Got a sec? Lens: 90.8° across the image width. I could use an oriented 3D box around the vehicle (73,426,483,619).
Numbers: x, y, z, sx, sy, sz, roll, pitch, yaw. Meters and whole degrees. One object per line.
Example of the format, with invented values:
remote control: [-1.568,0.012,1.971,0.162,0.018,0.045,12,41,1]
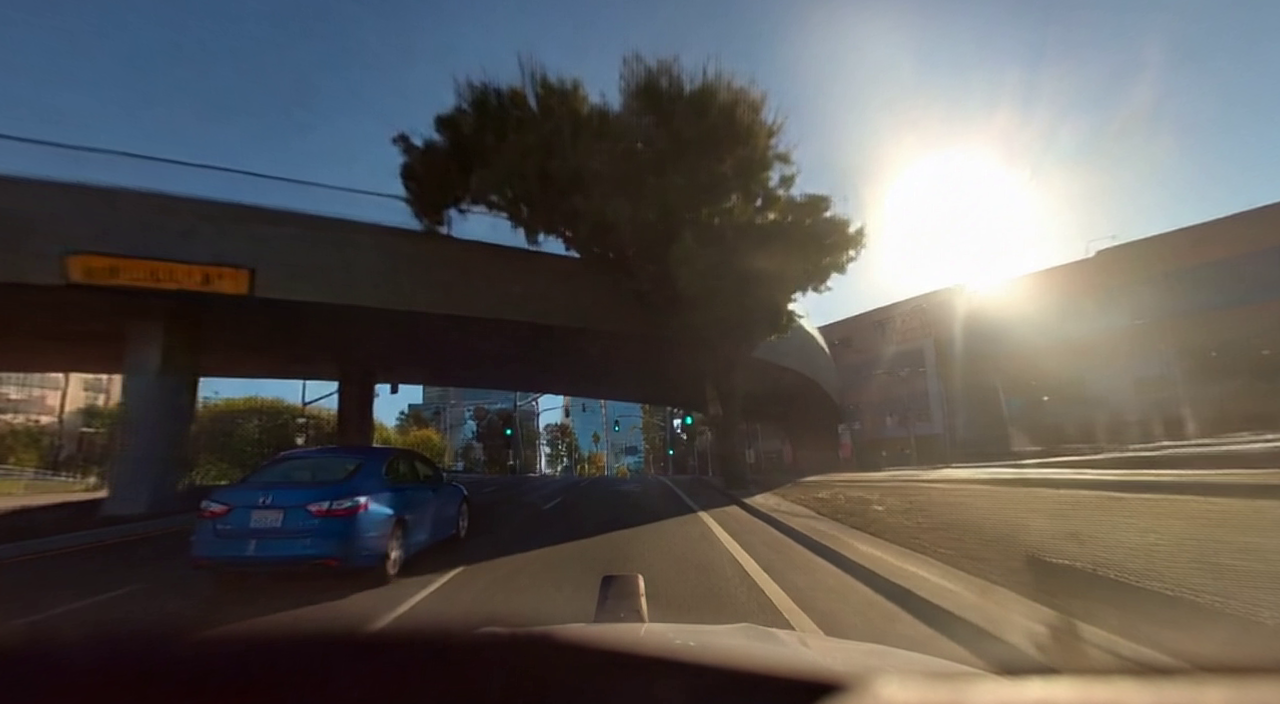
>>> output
vehicle: [-3.341,1.642,7.097,2.041,1.470,4.290,0,-9,0]
